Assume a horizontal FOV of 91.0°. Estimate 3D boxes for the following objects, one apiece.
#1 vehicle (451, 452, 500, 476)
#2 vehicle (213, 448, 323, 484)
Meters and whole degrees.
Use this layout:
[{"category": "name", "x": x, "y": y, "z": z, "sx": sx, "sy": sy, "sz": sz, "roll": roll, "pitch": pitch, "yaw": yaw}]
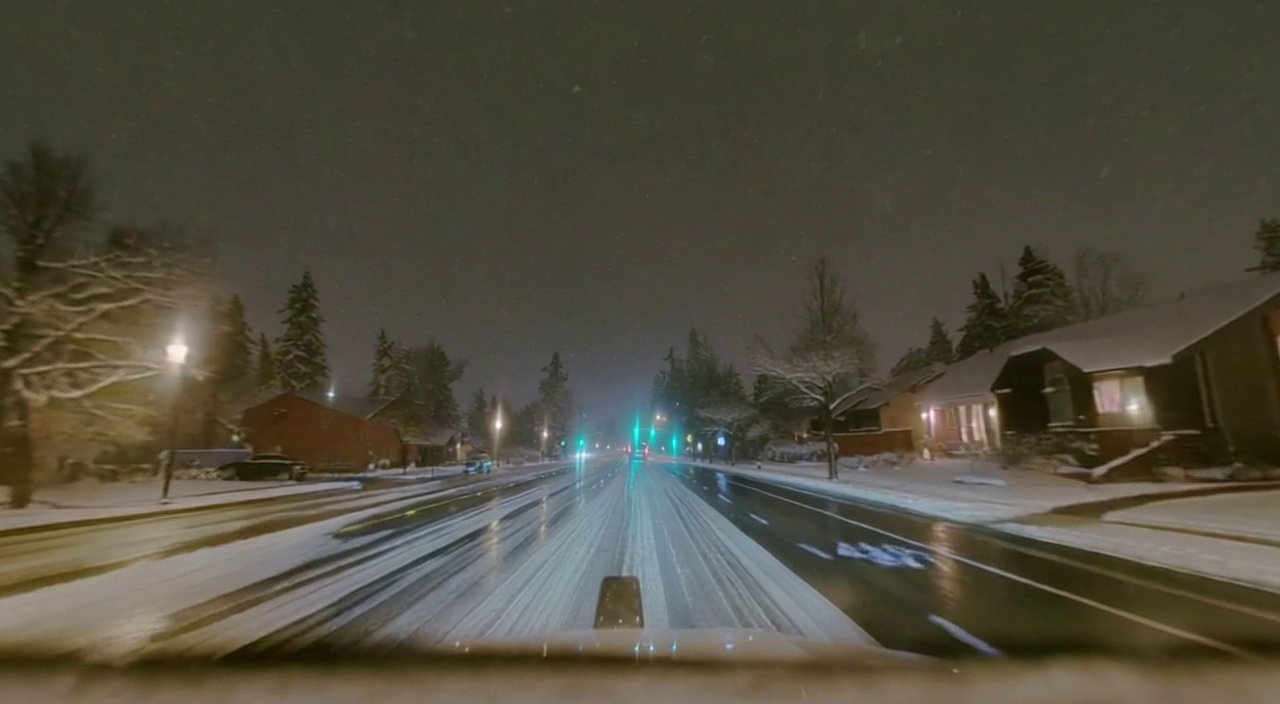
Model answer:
[{"category": "vehicle", "x": -11.794, "y": 8.070, "z": 45.482, "sx": 2.150, "sy": 1.518, "sz": 4.785, "roll": -2, "pitch": -10, "yaw": 1}, {"category": "vehicle", "x": -18.890, "y": 5.767, "z": 32.094, "sx": 4.170, "sy": 1.704, "sz": 2.174, "roll": 0, "pitch": -9, "yaw": 2}]
